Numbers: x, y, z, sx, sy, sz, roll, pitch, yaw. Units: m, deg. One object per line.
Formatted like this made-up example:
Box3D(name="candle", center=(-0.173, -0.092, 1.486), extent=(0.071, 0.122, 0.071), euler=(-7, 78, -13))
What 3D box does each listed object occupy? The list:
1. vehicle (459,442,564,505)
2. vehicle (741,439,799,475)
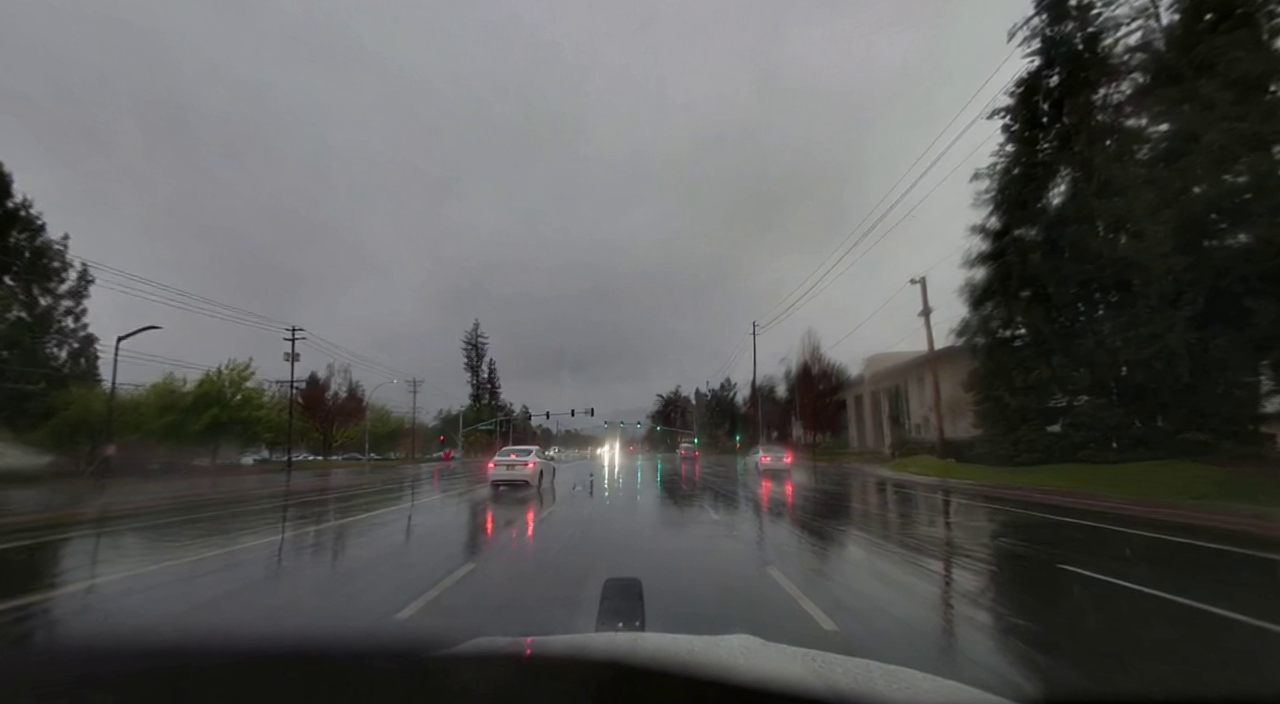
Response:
Box3D(name="vehicle", center=(-3.236, 3.147, 16.869), extent=(1.837, 1.463, 4.311), euler=(0, -8, 1))
Box3D(name="vehicle", center=(6.590, 5.360, 32.465), extent=(1.945, 1.706, 4.190), euler=(0, -8, -1))
